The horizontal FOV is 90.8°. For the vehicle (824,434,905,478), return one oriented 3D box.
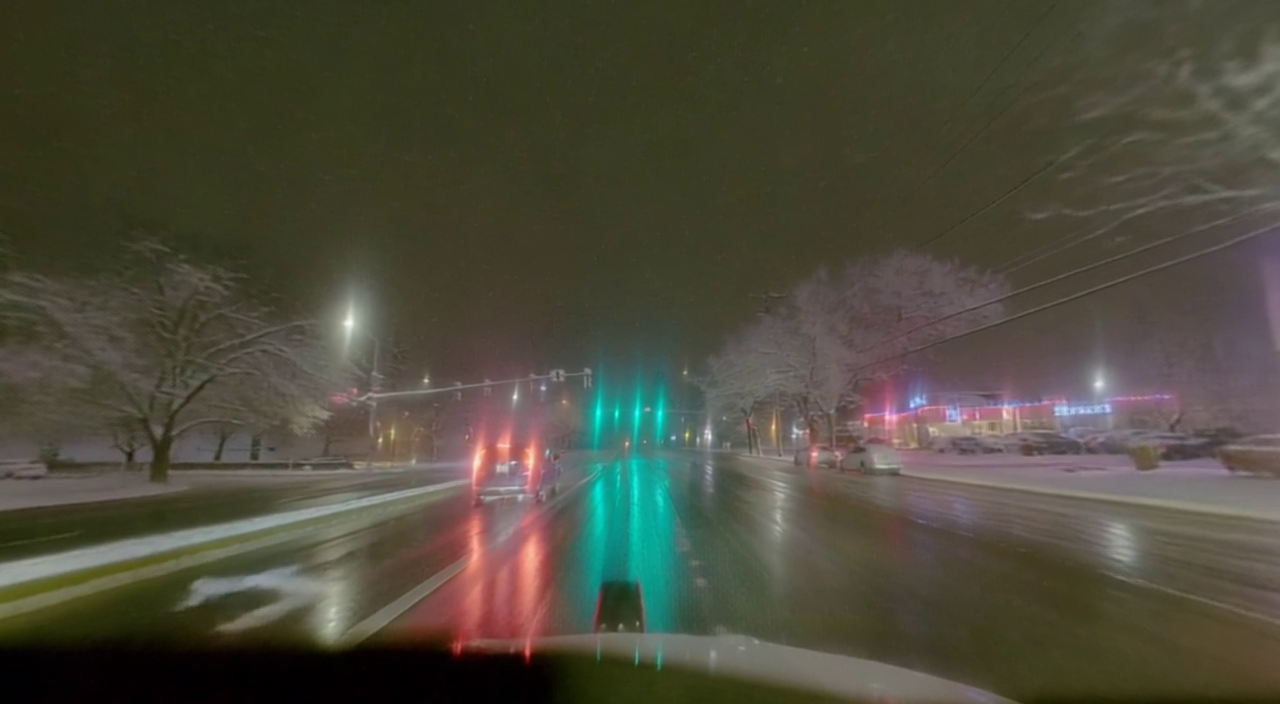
[{"bbox_3d":[10.320,4.792,29.416,1.998,1.862,4.658,0,-8,0],"label":"vehicle"}]

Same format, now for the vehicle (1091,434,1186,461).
[{"bbox_3d":[28.895,5.561,36.826,1.891,1.504,4.551,0,-8,1],"label":"vehicle"}]

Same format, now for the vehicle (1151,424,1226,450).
[{"bbox_3d":[43.108,6.718,49.803,1.951,1.925,4.345,0,-8,1],"label":"vehicle"}]

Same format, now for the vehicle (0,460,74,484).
[{"bbox_3d":[-41.285,8.017,42.374,1.902,1.475,4.635,-8,-12,43],"label":"vehicle"}]

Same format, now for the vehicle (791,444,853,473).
[{"bbox_3d":[10.145,5.944,35.635,1.987,1.487,4.753,0,-8,-2],"label":"vehicle"}]

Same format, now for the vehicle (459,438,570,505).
[{"bbox_3d":[-3.043,2.991,16.240,2.185,1.473,3.925,0,-8,-2],"label":"vehicle"}]
